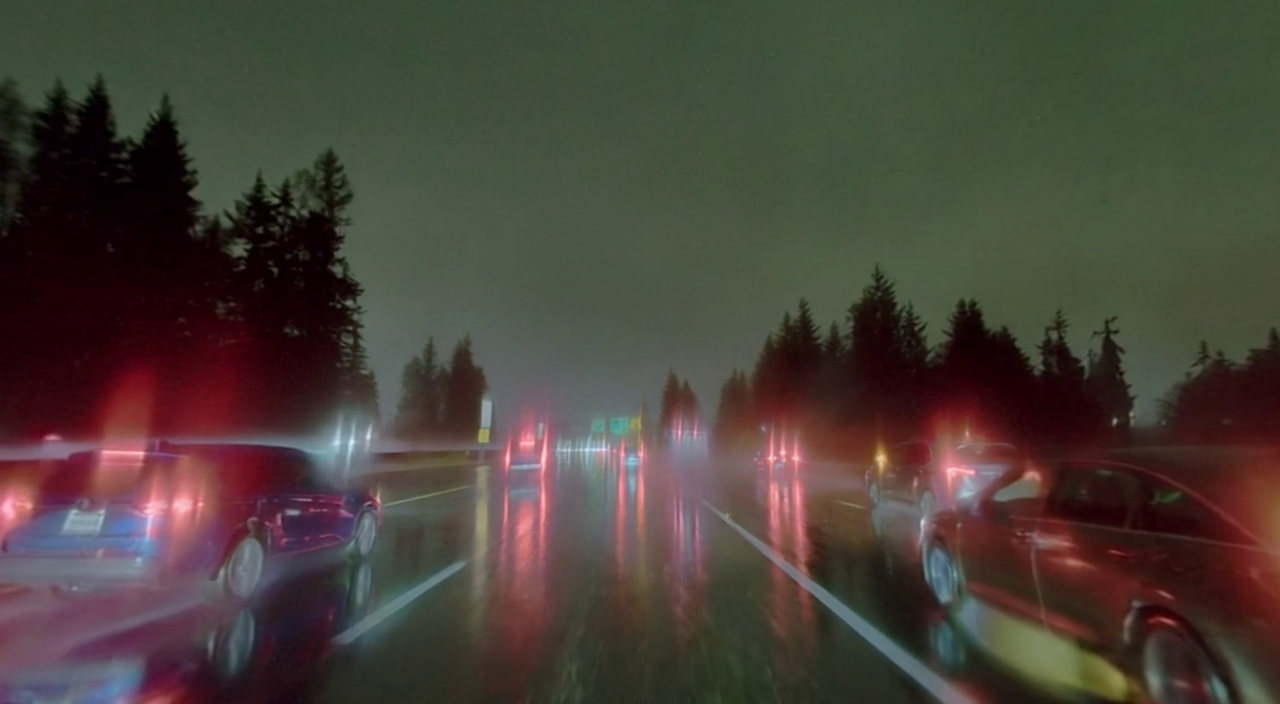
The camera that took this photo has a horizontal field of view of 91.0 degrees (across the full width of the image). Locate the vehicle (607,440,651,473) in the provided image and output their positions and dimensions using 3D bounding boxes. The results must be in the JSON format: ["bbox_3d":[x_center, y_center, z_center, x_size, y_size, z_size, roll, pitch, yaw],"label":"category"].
[{"bbox_3d":[-0.614,5.678,34.330,2.235,1.682,4.094,0,-9,-1],"label":"vehicle"}]

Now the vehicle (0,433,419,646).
[{"bbox_3d":[-4.077,1.607,6.502,1.947,1.424,4.264,0,-9,1],"label":"vehicle"}]

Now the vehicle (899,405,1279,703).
[{"bbox_3d":[3.136,1.067,2.930,2.031,1.504,4.327,0,-9,0],"label":"vehicle"}]

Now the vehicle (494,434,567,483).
[{"bbox_3d":[-4.371,4.352,26.029,2.176,1.783,4.799,0,-9,0],"label":"vehicle"}]

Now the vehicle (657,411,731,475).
[{"bbox_3d":[2.937,5.602,38.636,3.426,3.279,12.313,0,-9,0],"label":"vehicle"}]
